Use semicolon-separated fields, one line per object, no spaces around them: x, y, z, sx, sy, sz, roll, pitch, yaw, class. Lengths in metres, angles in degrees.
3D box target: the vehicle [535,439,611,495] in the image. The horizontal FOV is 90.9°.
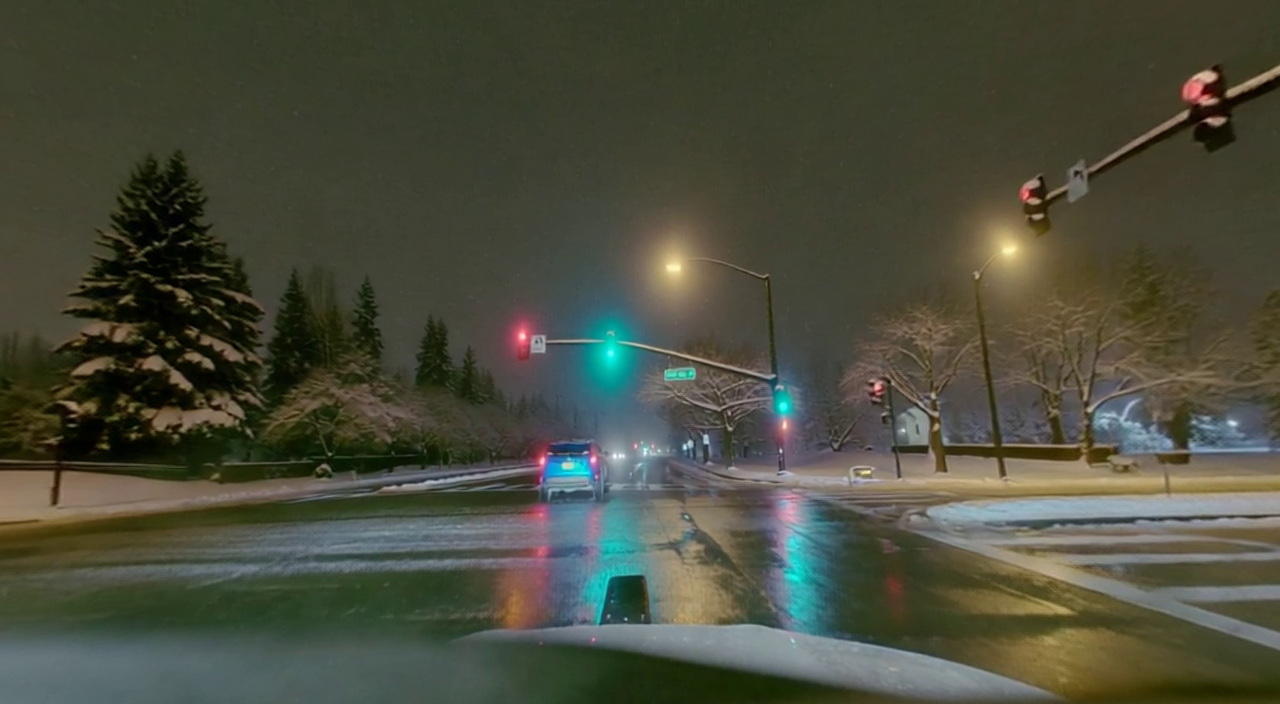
-2.272;4.054;22.698;2.123;1.799;4.425;0;-8;2;vehicle
